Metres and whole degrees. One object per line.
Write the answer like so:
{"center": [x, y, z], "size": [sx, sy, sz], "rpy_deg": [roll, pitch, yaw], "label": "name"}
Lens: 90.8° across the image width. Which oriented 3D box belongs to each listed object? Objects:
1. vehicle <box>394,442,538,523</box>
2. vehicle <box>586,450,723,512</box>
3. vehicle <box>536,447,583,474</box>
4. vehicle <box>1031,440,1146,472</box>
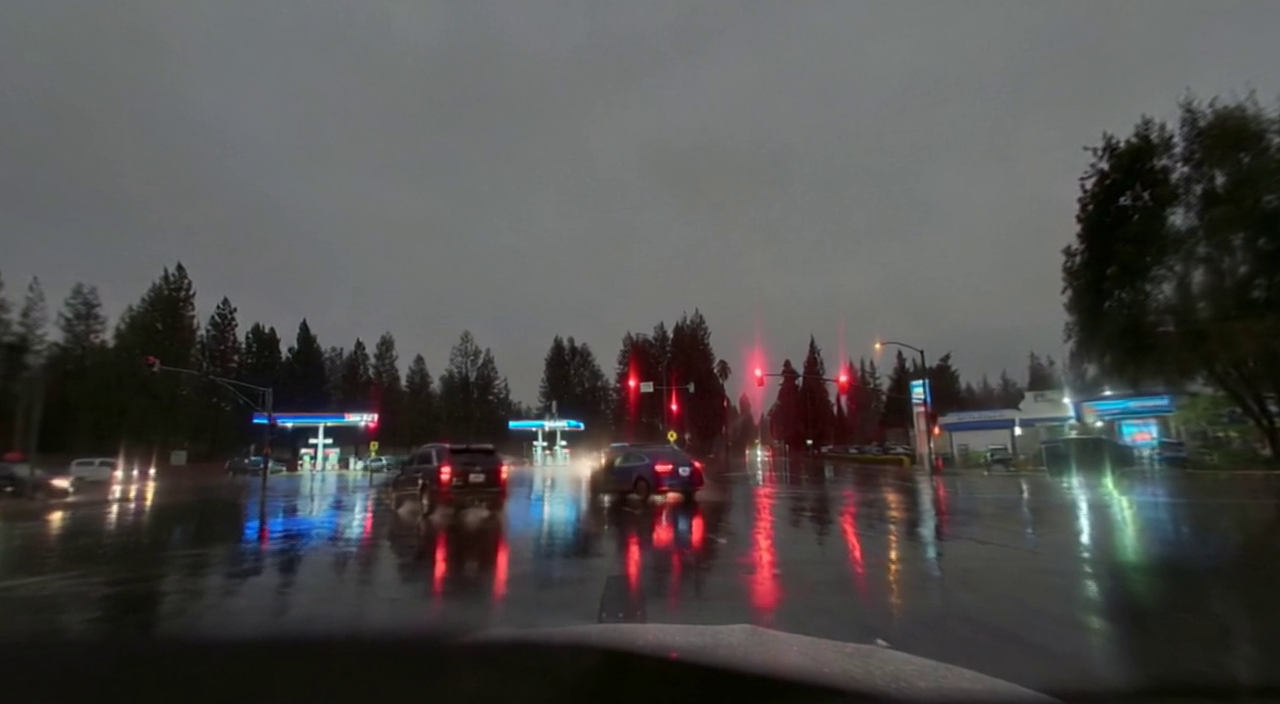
{"center": [-4.623, 3.213, 16.305], "size": [2.351, 1.733, 4.616], "rpy_deg": [5, -10, -31], "label": "vehicle"}
{"center": [0.224, 3.514, 17.848], "size": [1.965, 1.460, 4.581], "rpy_deg": [4, -10, -26], "label": "vehicle"}
{"center": [-6.004, 8.161, 47.961], "size": [2.517, 1.875, 5.774], "rpy_deg": [-1, -9, 3], "label": "vehicle"}
{"center": [26.237, 6.118, 37.183], "size": [4.952, 1.745, 2.184], "rpy_deg": [-3, -9, 15], "label": "vehicle"}
